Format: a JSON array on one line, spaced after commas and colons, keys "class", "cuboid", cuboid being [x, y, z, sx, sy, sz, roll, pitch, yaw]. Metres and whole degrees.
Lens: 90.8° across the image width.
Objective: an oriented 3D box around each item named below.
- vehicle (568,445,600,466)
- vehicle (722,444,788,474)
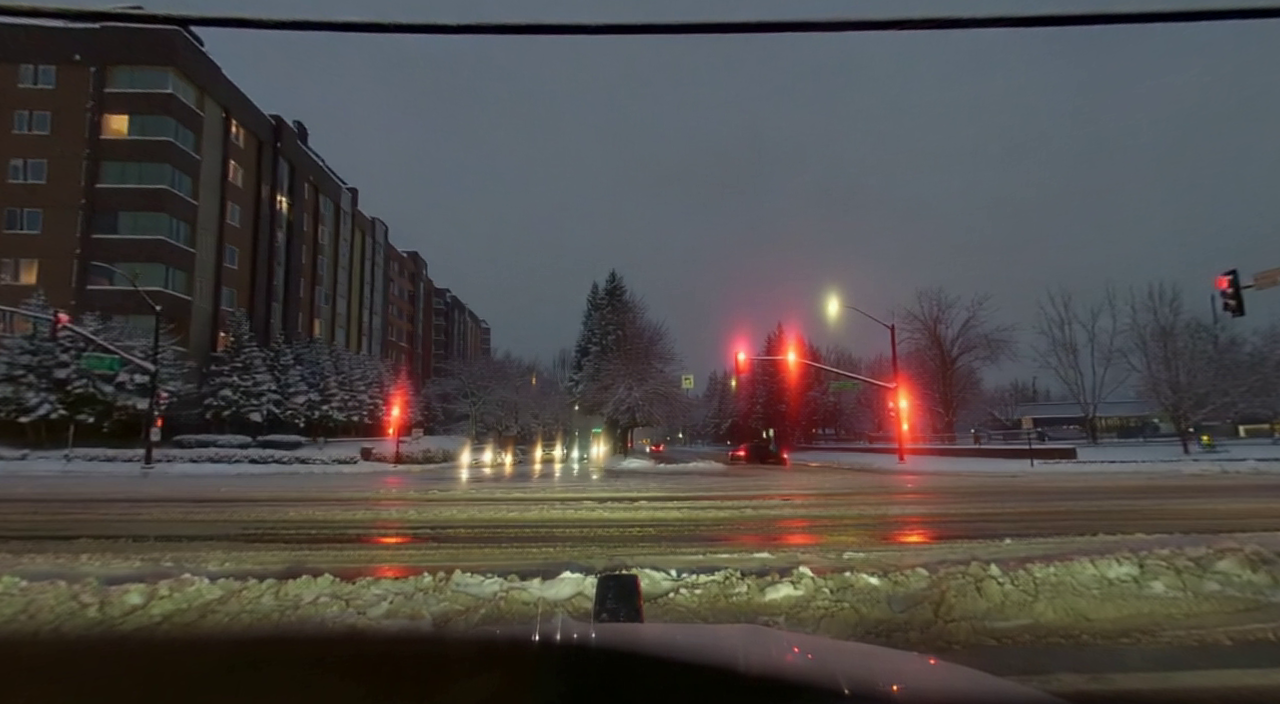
[{"class": "vehicle", "cuboid": [-4.333, 8.131, 49.753, 2.130, 1.613, 4.121, 0, -8, 0]}, {"class": "vehicle", "cuboid": [6.184, 5.626, 33.629, 2.043, 1.454, 4.424, -5, -10, 30]}]
